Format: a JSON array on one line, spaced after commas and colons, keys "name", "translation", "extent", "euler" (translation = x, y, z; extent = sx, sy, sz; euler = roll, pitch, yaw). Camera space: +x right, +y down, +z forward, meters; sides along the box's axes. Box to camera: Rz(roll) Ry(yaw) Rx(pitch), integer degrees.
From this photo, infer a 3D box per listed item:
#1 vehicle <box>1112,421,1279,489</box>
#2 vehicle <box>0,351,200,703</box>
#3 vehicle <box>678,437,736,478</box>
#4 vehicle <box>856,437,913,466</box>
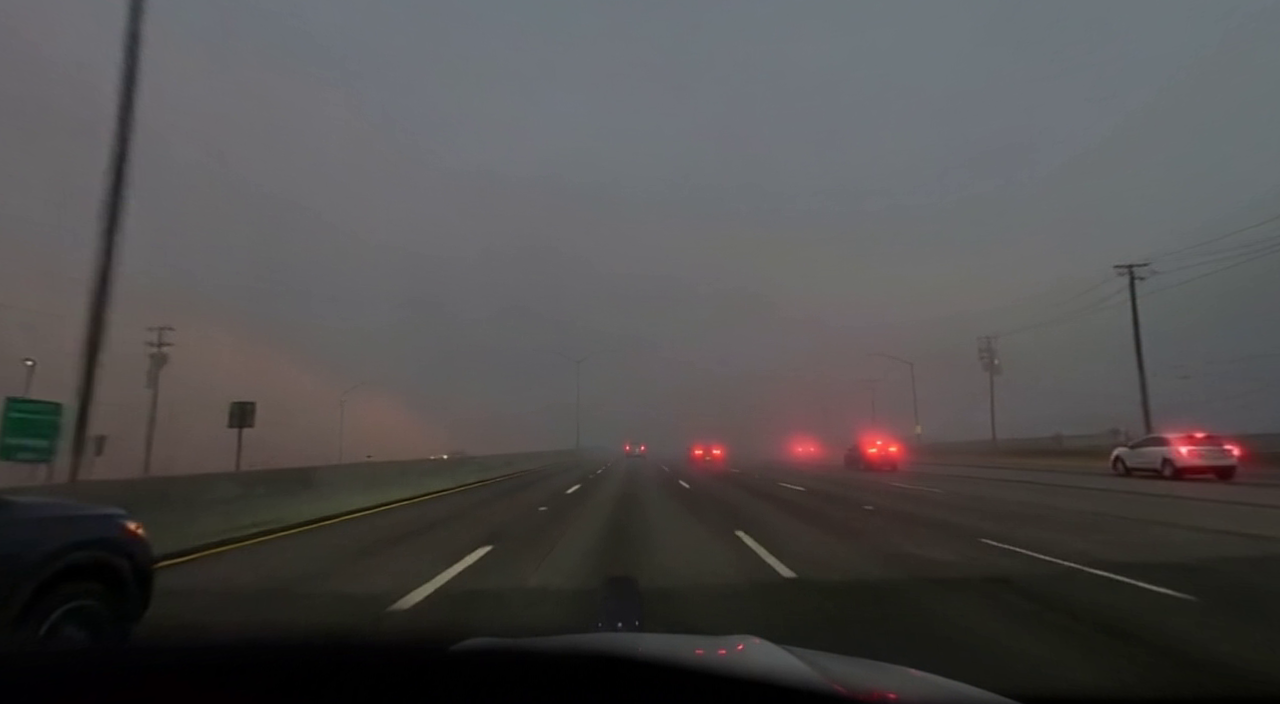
[{"name": "vehicle", "translation": [18.701, 3.358, 20.793], "extent": [2.190, 1.911, 5.658], "euler": [-1, -9, 3]}, {"name": "vehicle", "translation": [-3.586, 0.661, 1.262], "extent": [2.099, 1.682, 4.590], "euler": [0, -9, 0]}, {"name": "vehicle", "translation": [2.848, 4.607, 27.849], "extent": [1.997, 1.638, 4.281], "euler": [0, -9, -1]}, {"name": "vehicle", "translation": [16.217, 6.626, 42.145], "extent": [2.070, 1.782, 5.006], "euler": [-1, -9, 4]}]
